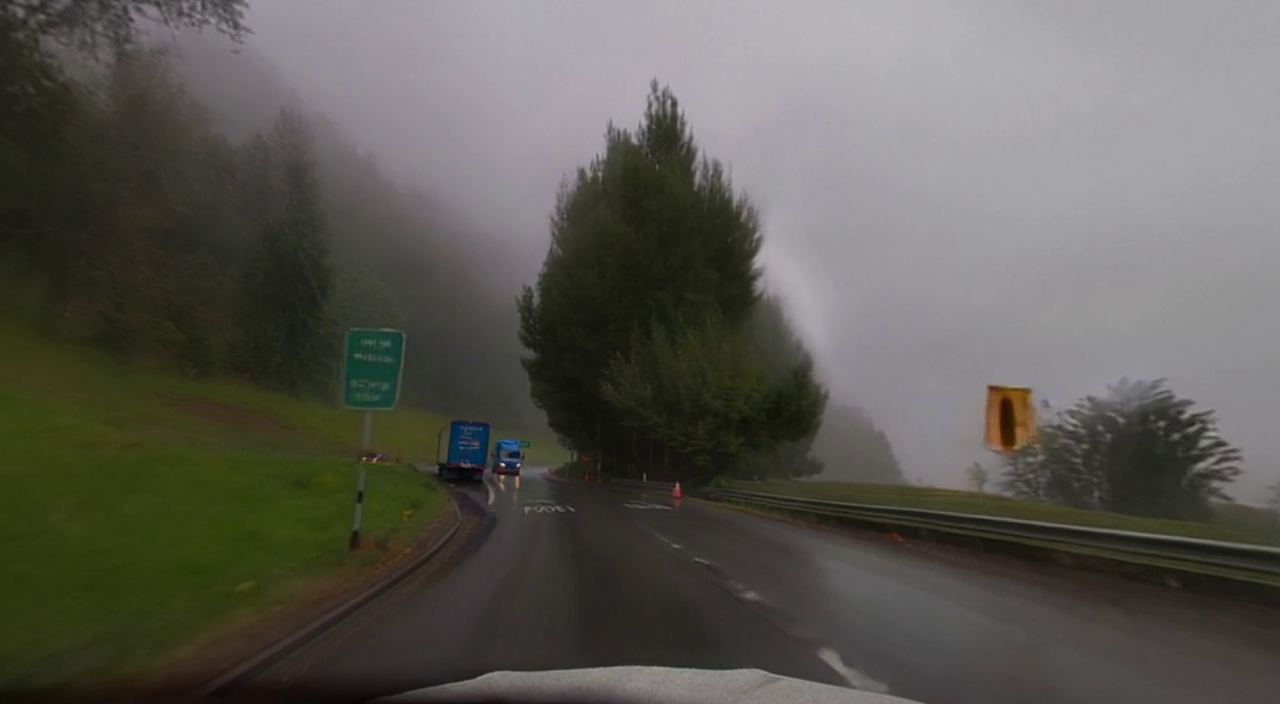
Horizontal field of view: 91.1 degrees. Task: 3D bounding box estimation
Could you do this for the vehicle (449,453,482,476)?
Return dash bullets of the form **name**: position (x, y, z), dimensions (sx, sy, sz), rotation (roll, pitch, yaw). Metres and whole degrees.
- **vehicle**: position (-11.992, 7.752, 43.228), dimensions (2.039, 1.536, 3.648), rotation (3, -11, -15)
